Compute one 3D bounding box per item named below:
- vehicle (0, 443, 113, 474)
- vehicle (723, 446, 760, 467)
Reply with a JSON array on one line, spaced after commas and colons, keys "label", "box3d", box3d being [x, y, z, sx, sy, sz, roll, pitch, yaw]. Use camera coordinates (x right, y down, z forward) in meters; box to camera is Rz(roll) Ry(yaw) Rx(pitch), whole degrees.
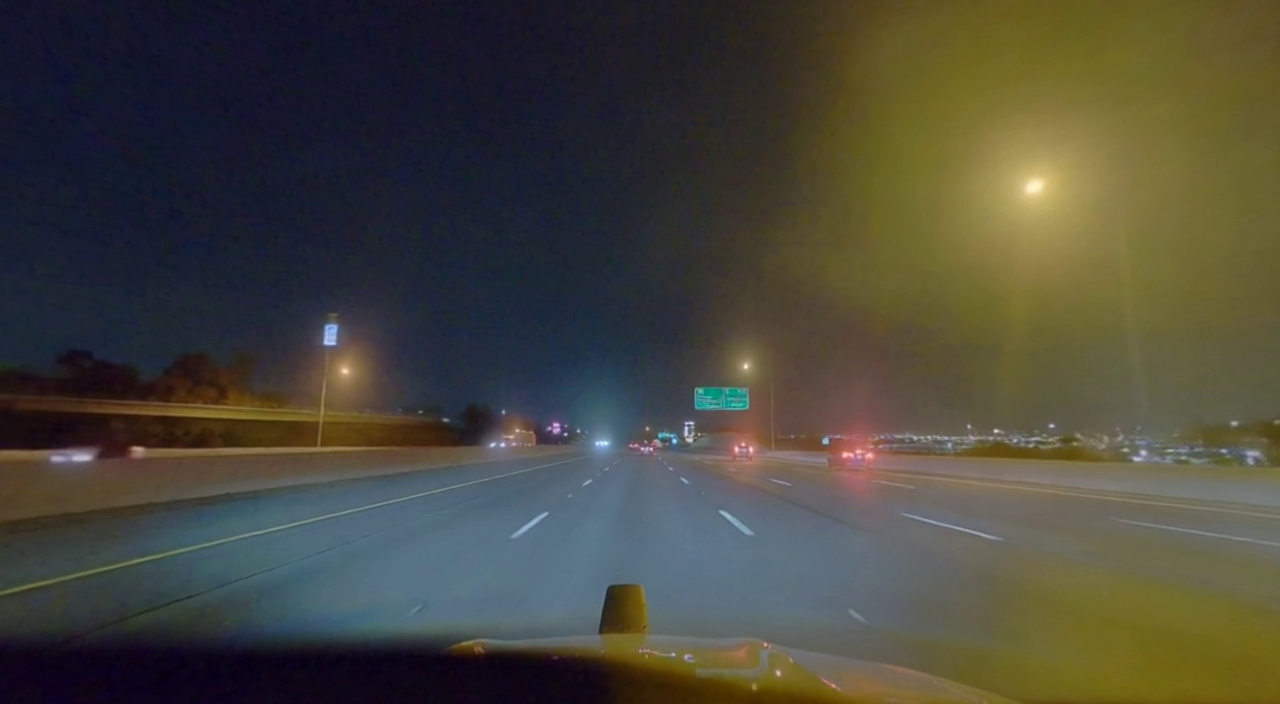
[{"label": "vehicle", "box3d": [-28.882, 5.232, 31.167, 1.782, 1.430, 4.357, 0, -8, 0]}, {"label": "vehicle", "box3d": [7.691, 7.947, 48.106, 2.056, 1.465, 4.304, 0, -8, -1]}]
